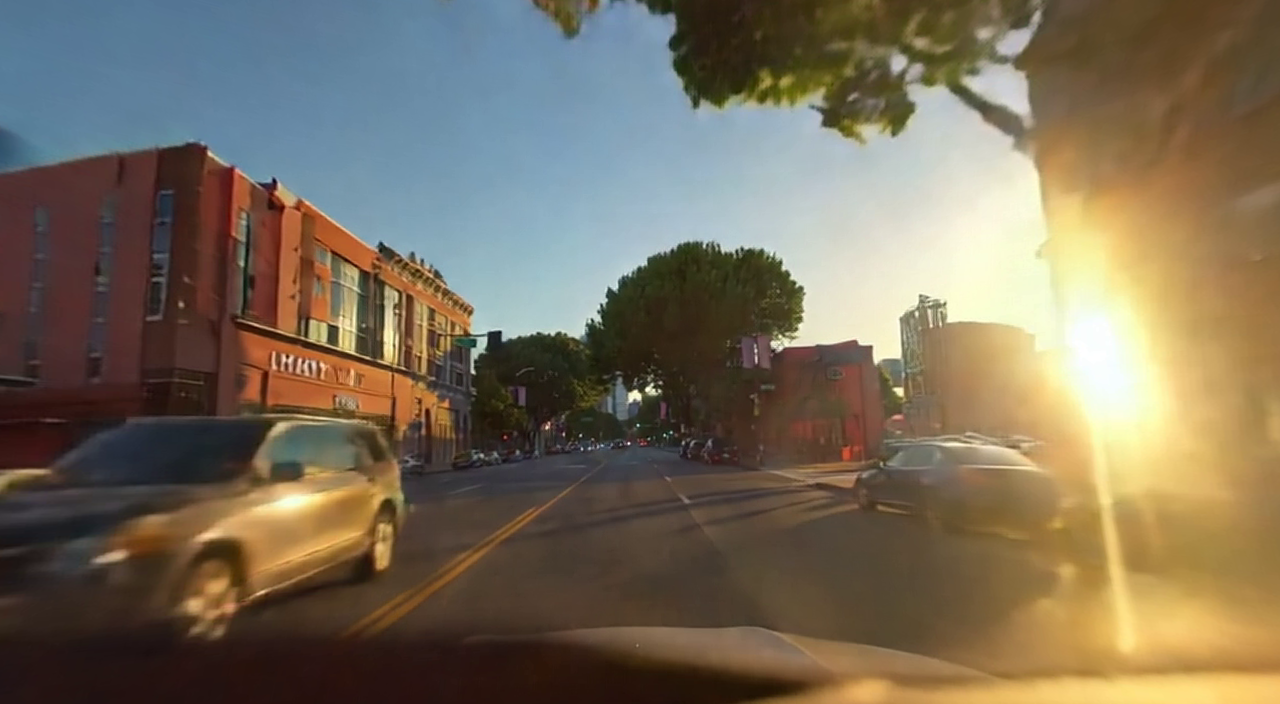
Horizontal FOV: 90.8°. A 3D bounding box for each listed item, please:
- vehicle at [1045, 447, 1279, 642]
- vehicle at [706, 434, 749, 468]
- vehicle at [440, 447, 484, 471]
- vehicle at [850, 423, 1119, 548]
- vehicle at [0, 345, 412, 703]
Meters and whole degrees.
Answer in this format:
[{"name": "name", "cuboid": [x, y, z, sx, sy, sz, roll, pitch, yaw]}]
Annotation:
[{"name": "vehicle", "cuboid": [5.880, 1.535, 5.180, 1.910, 1.471, 4.758, 0, -8, -1]}, {"name": "vehicle", "cuboid": [5.553, 6.337, 40.541, 2.010, 1.943, 4.319, -1, -8, -1]}, {"name": "vehicle", "cuboid": [-12.474, 7.493, 44.509, 1.804, 1.533, 4.121, 0, -8, 1]}, {"name": "vehicle", "cuboid": [5.870, 2.311, 11.741, 2.150, 1.805, 4.870, 0, -8, -1]}, {"name": "vehicle", "cuboid": [-3.437, 1.158, 4.655, 2.028, 1.764, 4.503, 1, -8, -3]}]
